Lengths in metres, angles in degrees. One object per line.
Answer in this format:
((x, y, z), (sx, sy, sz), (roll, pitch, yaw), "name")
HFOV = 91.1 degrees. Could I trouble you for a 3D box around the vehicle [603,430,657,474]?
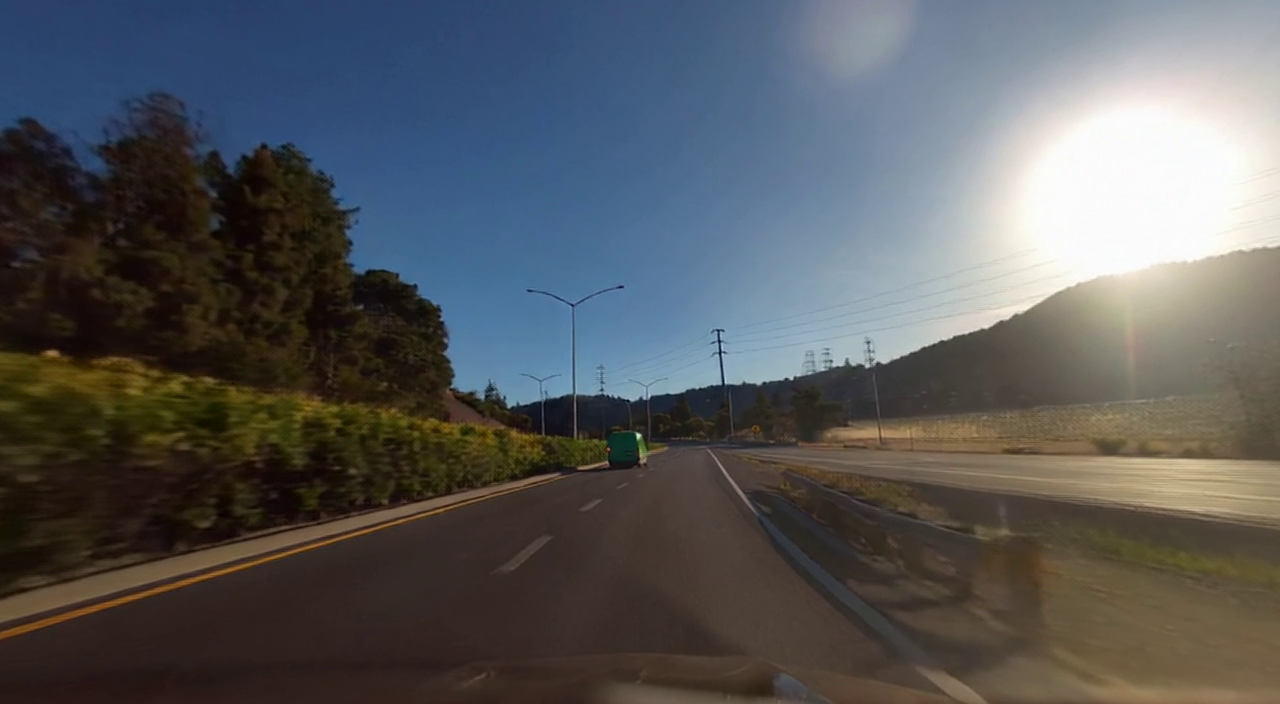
((-0.424, 5.077, 32.090), (2.270, 2.023, 4.632), (-1, -9, 5), "vehicle")
